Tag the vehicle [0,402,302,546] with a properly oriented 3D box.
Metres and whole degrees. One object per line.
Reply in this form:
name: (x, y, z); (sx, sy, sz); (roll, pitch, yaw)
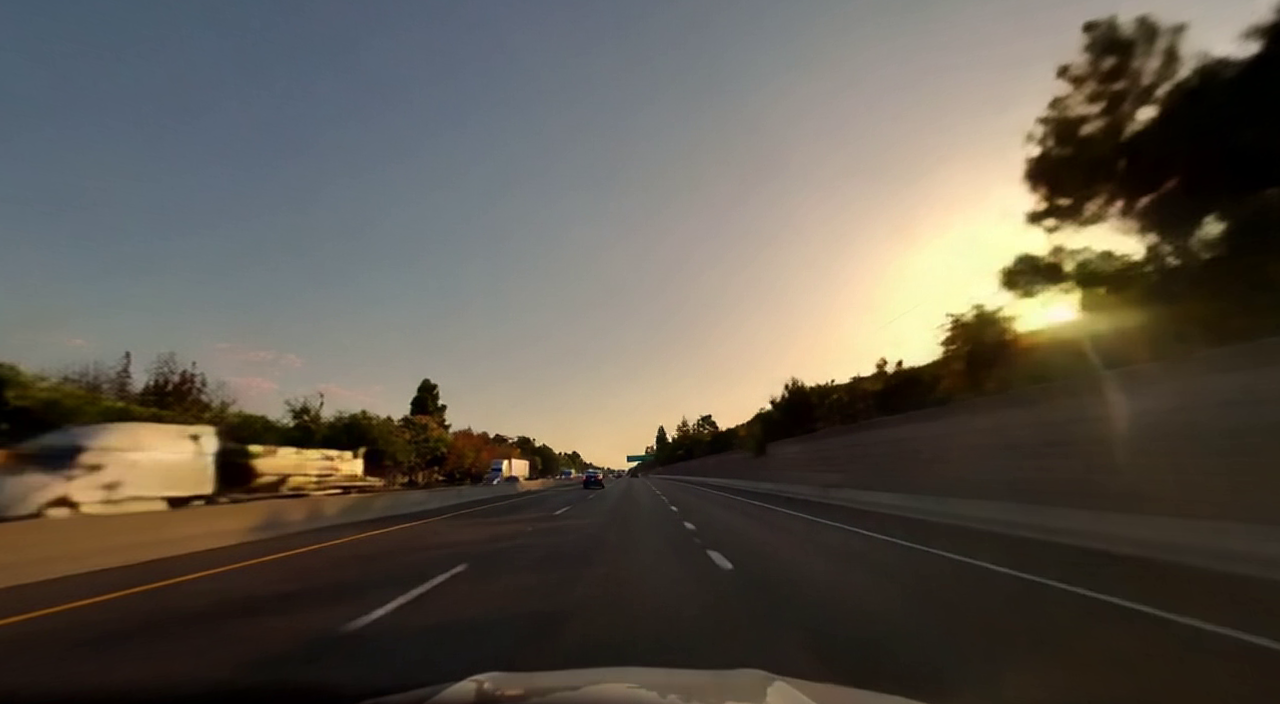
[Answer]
vehicle: (-17.188, 4.302, 22.662); (3.031, 3.715, 12.365); (1, -11, 0)
